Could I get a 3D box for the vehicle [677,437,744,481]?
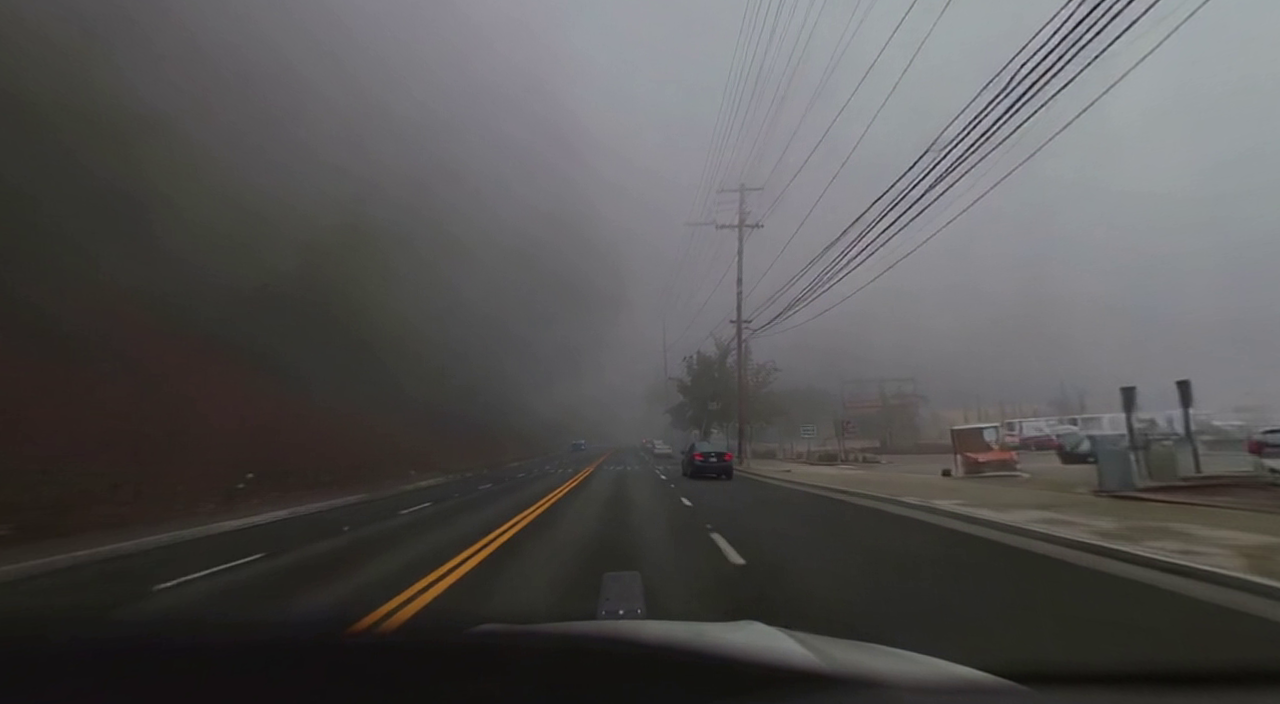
[{"bbox_3d":[2.514,3.926,23.403,1.975,1.497,3.647,0,-8,-1],"label":"vehicle"}]
